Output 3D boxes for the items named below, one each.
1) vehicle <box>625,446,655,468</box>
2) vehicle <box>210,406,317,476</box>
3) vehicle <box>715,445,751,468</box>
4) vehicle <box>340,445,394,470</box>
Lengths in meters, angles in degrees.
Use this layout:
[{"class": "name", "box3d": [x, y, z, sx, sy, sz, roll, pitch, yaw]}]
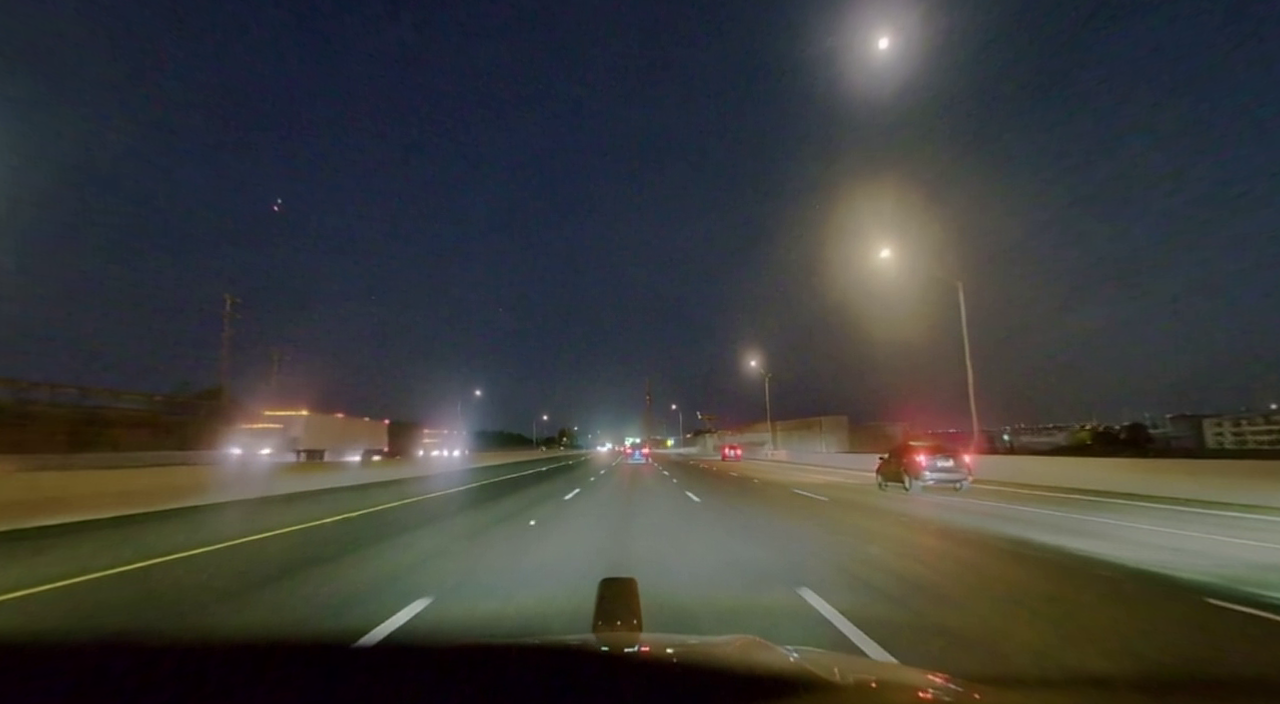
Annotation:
[{"class": "vehicle", "box3d": [-0.041, 7.581, 45.844, 2.109, 1.489, 4.027, 0, -8, -1]}, {"class": "vehicle", "box3d": [-23.200, 5.541, 39.372, 3.111, 4.008, 5.442, 0, -8, 0]}, {"class": "vehicle", "box3d": [6.984, 7.842, 47.753, 2.005, 1.687, 4.259, 0, -8, -1]}, {"class": "vehicle", "box3d": [-19.292, 7.476, 44.920, 1.919, 1.657, 4.401, 0, -8, 0]}]
